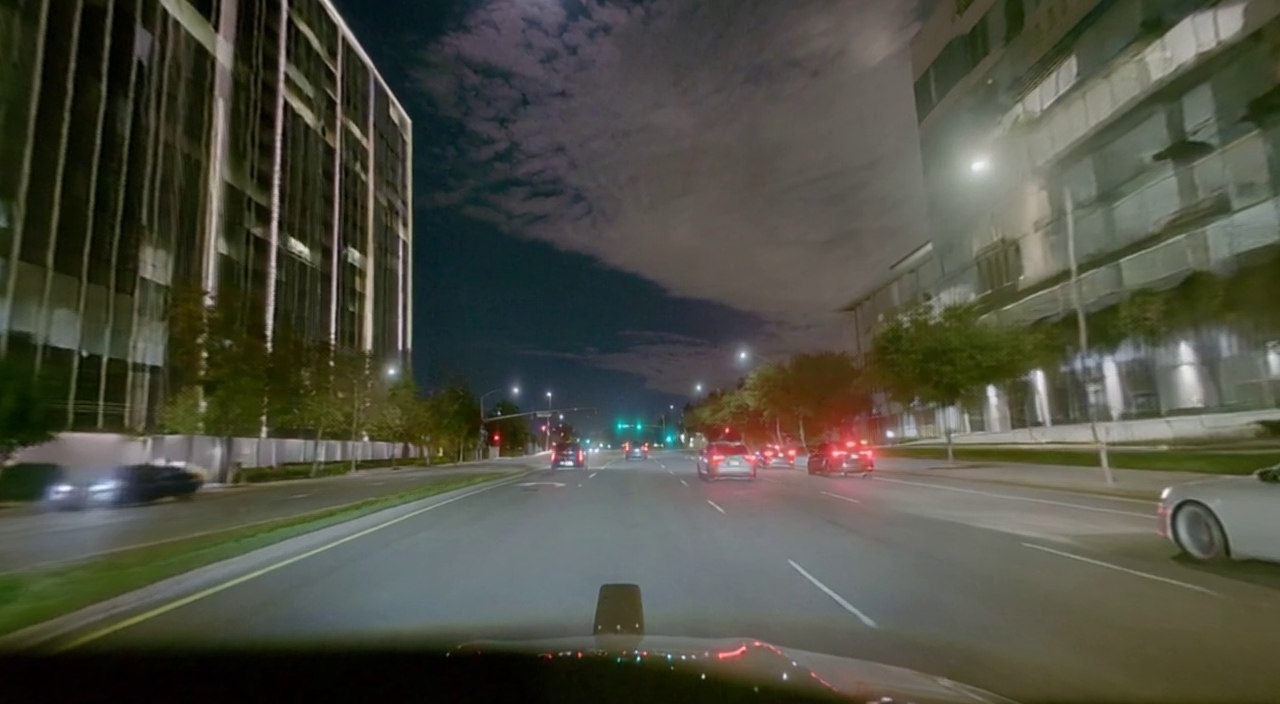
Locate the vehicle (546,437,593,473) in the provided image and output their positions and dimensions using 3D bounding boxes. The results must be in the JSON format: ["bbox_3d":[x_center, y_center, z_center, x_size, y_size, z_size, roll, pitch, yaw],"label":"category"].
[{"bbox_3d":[-3.742,5.554,34.143,2.155,1.797,3.989,0,-8,-1],"label":"vehicle"}]

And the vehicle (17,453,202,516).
[{"bbox_3d":[-16.581,4.114,20.157,1.954,1.699,4.542,0,-8,-1],"label":"vehicle"}]

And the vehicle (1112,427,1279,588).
[{"bbox_3d":[6.696,1.360,5.436,1.830,1.443,4.351,0,-8,-1],"label":"vehicle"}]

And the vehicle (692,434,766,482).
[{"bbox_3d":[3.444,4.229,25.469,2.152,1.742,4.704,0,-8,-2],"label":"vehicle"}]

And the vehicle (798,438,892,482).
[{"bbox_3d":[7.653,4.071,24.101,1.944,1.503,4.723,0,-8,-1],"label":"vehicle"}]

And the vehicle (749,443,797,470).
[{"bbox_3d":[7.808,6.137,37.437,1.884,1.478,4.164,0,-8,-1],"label":"vehicle"}]
